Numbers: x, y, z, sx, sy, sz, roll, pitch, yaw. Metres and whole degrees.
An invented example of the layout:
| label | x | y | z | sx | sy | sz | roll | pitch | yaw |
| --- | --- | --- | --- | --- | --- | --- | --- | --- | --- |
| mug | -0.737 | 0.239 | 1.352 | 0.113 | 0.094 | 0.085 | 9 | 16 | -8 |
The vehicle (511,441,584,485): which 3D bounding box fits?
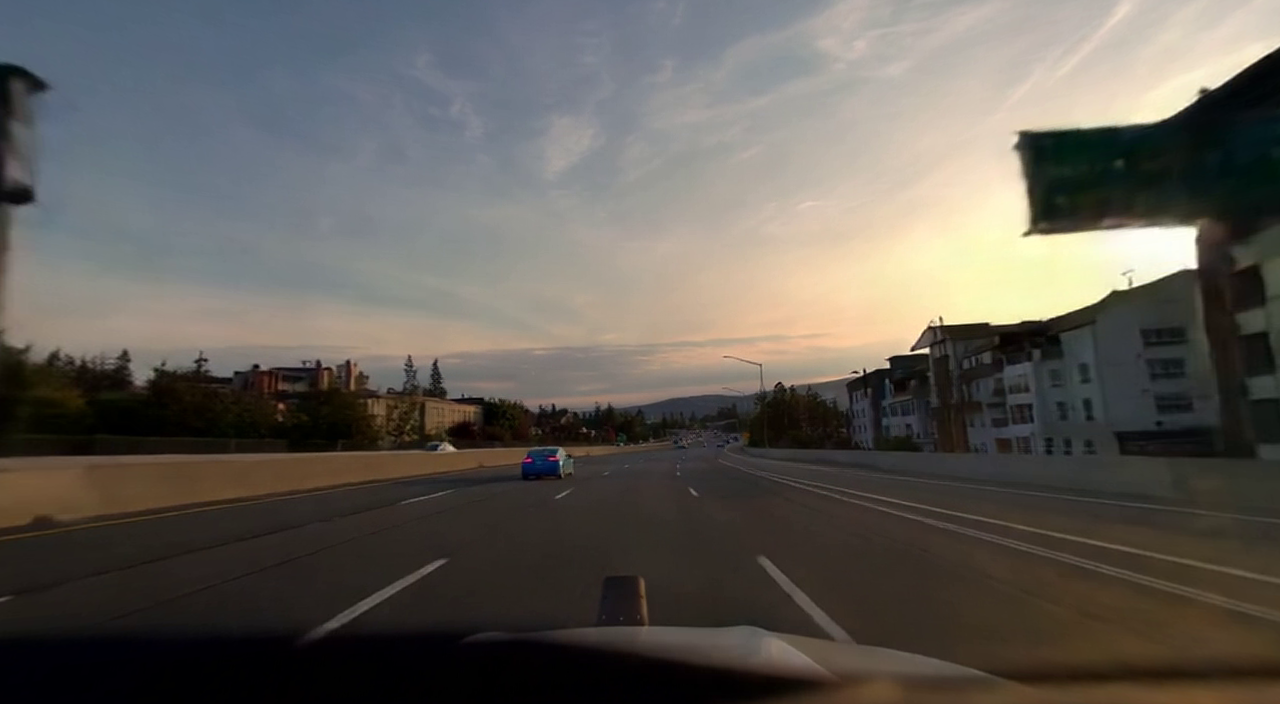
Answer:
| label | x | y | z | sx | sy | sz | roll | pitch | yaw |
| --- | --- | --- | --- | --- | --- | --- | --- | --- | --- |
| vehicle | -3.610 | 4.402 | 25.488 | 2.087 | 1.566 | 4.756 | -1 | -8 | 2 |
